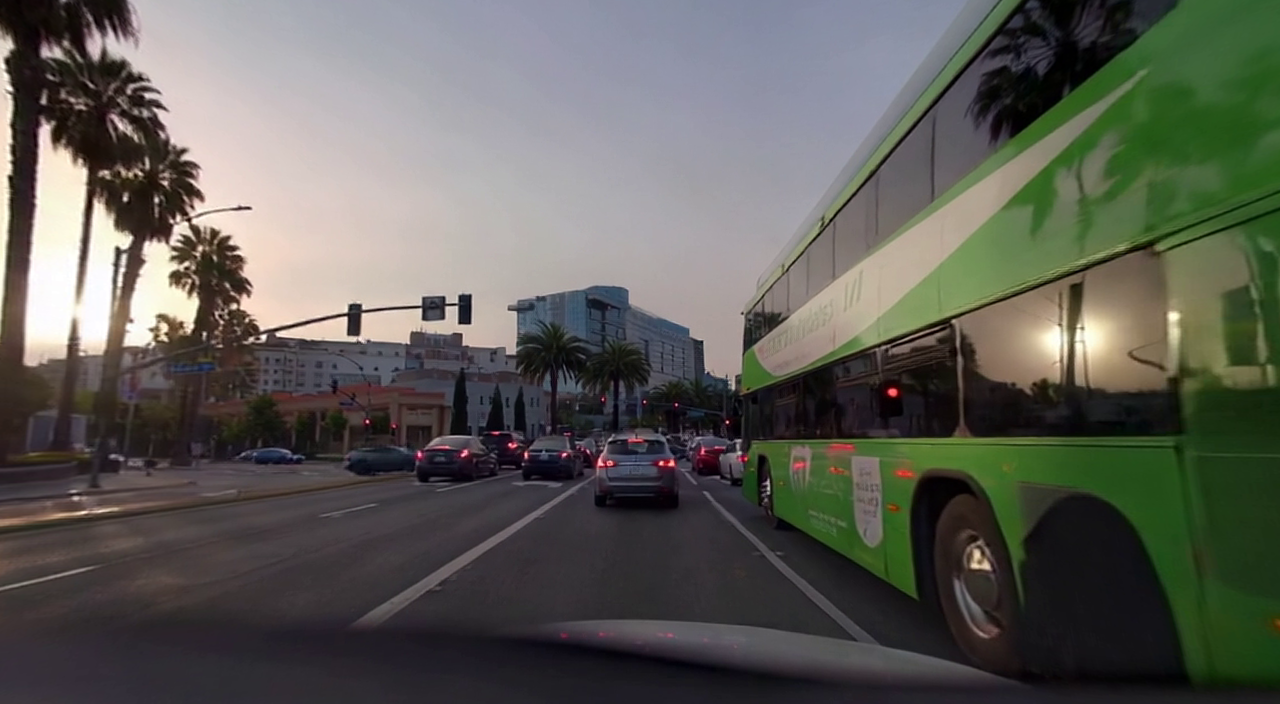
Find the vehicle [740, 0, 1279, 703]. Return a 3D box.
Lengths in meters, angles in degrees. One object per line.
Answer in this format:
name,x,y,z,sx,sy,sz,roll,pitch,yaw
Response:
vehicle,3.567,0.224,6.297,2.970,4.015,13.606,0,-9,0

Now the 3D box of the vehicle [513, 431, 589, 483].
vehicle,-3.164,3.867,23.442,2.020,1.721,4.366,-1,-9,2

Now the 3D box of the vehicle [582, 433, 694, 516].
vehicle,-0.030,2.529,13.539,2.060,1.499,3.831,0,-9,0

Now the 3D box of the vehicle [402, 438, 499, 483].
vehicle,-6.819,3.965,23.360,1.927,1.480,4.832,0,-9,2
